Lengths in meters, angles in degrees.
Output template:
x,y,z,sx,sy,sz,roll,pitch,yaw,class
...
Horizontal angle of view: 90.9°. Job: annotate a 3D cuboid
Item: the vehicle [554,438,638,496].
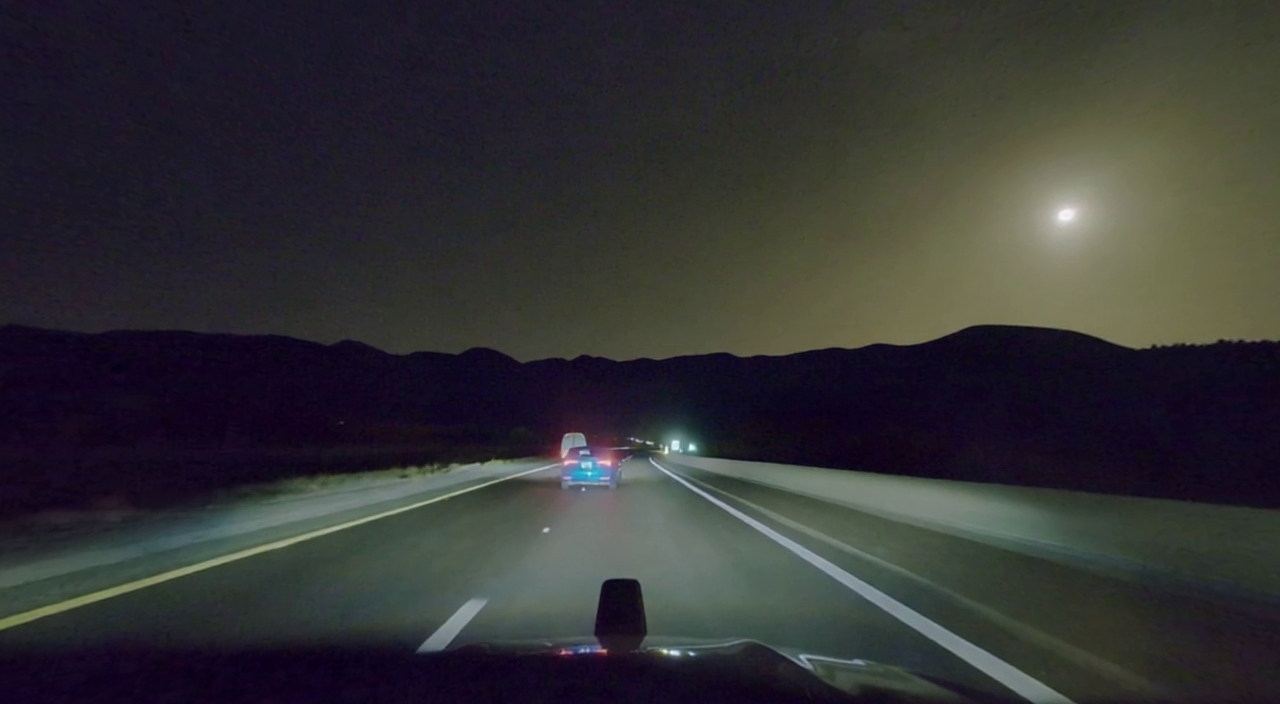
x,y,z,sx,sy,sz,roll,pitch,yaw,class
-1.203,3.456,19.264,2.097,1.511,4.585,-1,-9,2,vehicle
